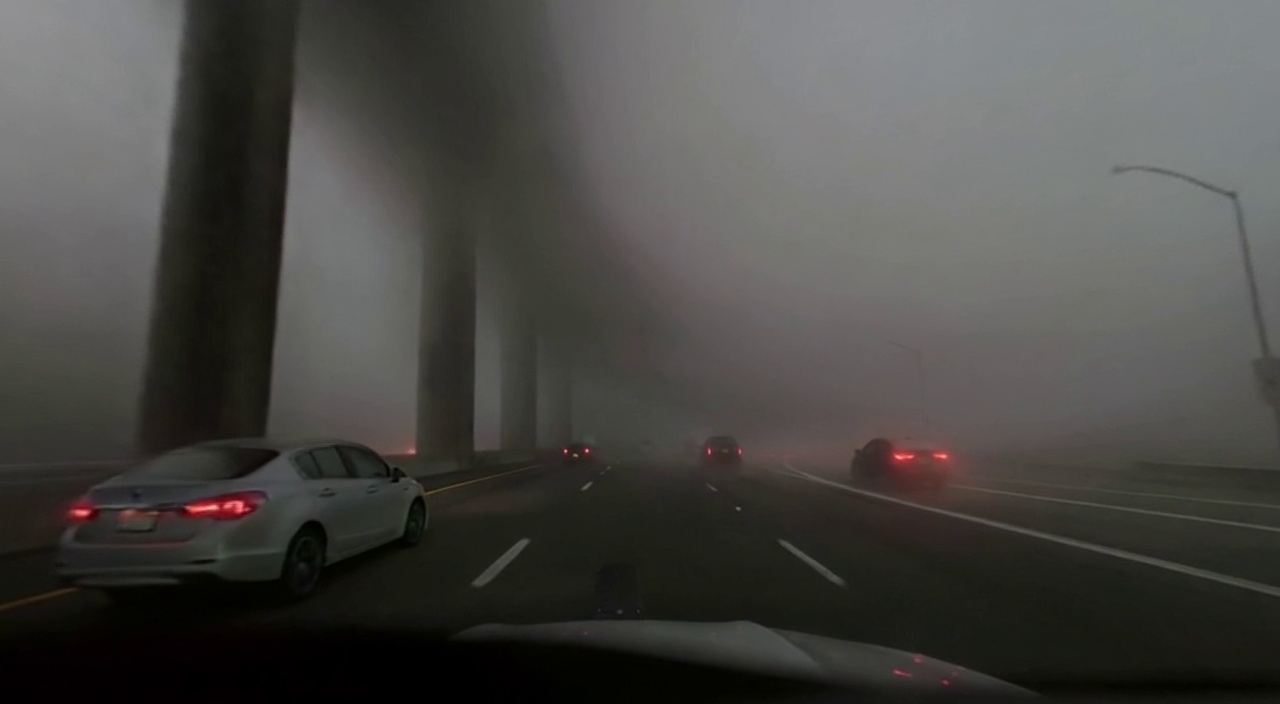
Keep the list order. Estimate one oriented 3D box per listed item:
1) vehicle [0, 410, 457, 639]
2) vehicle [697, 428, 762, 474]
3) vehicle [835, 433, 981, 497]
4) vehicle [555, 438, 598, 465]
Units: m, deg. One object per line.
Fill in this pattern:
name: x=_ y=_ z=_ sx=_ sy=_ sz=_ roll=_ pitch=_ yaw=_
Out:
vehicle: x=-3.611 y=1.463 z=6.508 sx=1.997 sy=1.476 sz=4.703 roll=0 pitch=-8 yaw=1
vehicle: x=3.623 y=4.114 z=26.383 sx=2.072 sy=1.761 sz=4.242 roll=0 pitch=-8 yaw=0
vehicle: x=6.932 y=2.952 z=16.938 sx=1.989 sy=1.472 sz=4.322 roll=0 pitch=-8 yaw=-1
vehicle: x=-3.674 y=5.877 z=37.358 sx=2.047 sy=1.464 sz=4.387 roll=0 pitch=-8 yaw=1
